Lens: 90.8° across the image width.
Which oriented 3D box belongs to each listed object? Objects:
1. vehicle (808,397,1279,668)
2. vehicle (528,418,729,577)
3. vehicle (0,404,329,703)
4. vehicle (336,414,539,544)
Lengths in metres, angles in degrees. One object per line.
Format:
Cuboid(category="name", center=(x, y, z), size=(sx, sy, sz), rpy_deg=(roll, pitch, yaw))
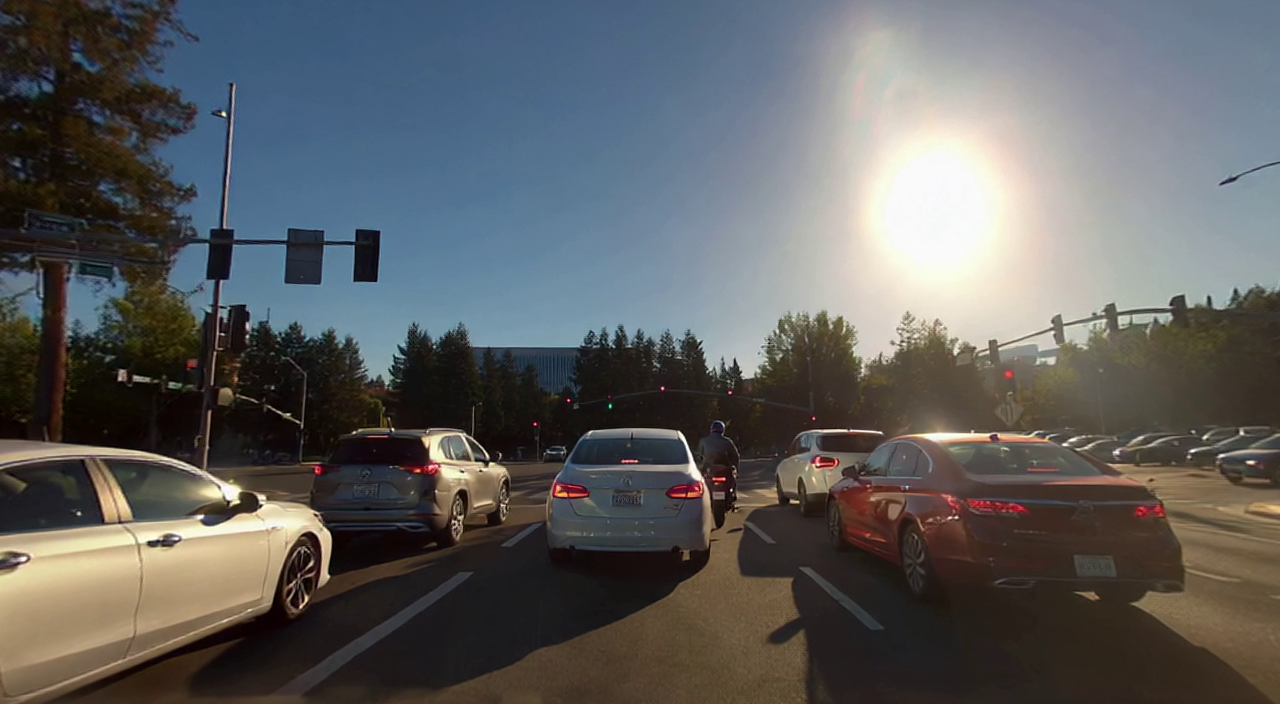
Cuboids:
Cuboid(category="vehicle", center=(3.249, 1.443, 6.198), size=(2.006, 1.659, 4.462), rpy_deg=(0, -8, 1))
Cuboid(category="vehicle", center=(-0.089, 1.804, 8.557), size=(2.106, 1.655, 3.717), rpy_deg=(0, -8, 1))
Cuboid(category="vehicle", center=(-3.340, 0.950, 2.372), size=(1.863, 1.495, 4.667), rpy_deg=(0, -8, 2))
Cuboid(category="vehicle", center=(-3.207, 2.117, 11.163), size=(2.048, 1.805, 4.405), rpy_deg=(0, -8, 1))
